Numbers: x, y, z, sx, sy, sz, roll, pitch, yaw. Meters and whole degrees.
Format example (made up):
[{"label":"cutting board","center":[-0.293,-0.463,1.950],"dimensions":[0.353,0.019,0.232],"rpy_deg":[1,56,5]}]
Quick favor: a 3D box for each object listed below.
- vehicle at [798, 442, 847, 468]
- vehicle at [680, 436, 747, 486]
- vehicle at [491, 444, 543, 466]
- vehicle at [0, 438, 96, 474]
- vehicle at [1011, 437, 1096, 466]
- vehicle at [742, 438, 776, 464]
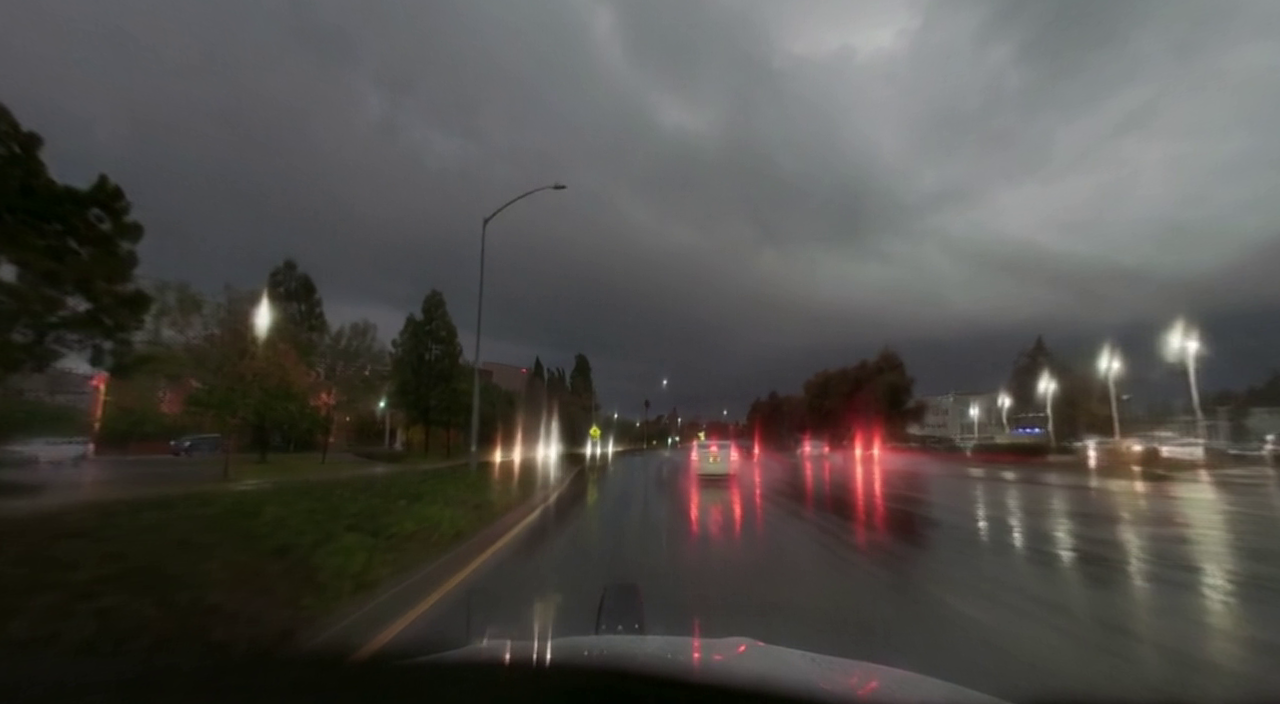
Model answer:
[{"label":"vehicle","center":[10.881,6.161,37.815],"dimensions":[1.928,1.488,4.361],"rpy_deg":[-1,-8,4]},{"label":"vehicle","center":[2.531,3.867,22.708],"dimensions":[2.145,1.603,4.369],"rpy_deg":[-1,-8,3]},{"label":"vehicle","center":[-8.115,6.823,41.826],"dimensions":[2.089,1.400,4.467],"rpy_deg":[-1,-8,7]},{"label":"vehicle","center":[-36.759,6.413,39.189],"dimensions":[2.208,2.008,5.391],"rpy_deg":[2,-9,-17]},{"label":"vehicle","center":[27.528,6.590,41.894],"dimensions":[4.719,1.851,1.920],"rpy_deg":[2,-8,-14]},{"label":"vehicle","center":[8.463,7.087,45.157],"dimensions":[1.976,1.796,4.159],"rpy_deg":[-1,-8,5]}]
